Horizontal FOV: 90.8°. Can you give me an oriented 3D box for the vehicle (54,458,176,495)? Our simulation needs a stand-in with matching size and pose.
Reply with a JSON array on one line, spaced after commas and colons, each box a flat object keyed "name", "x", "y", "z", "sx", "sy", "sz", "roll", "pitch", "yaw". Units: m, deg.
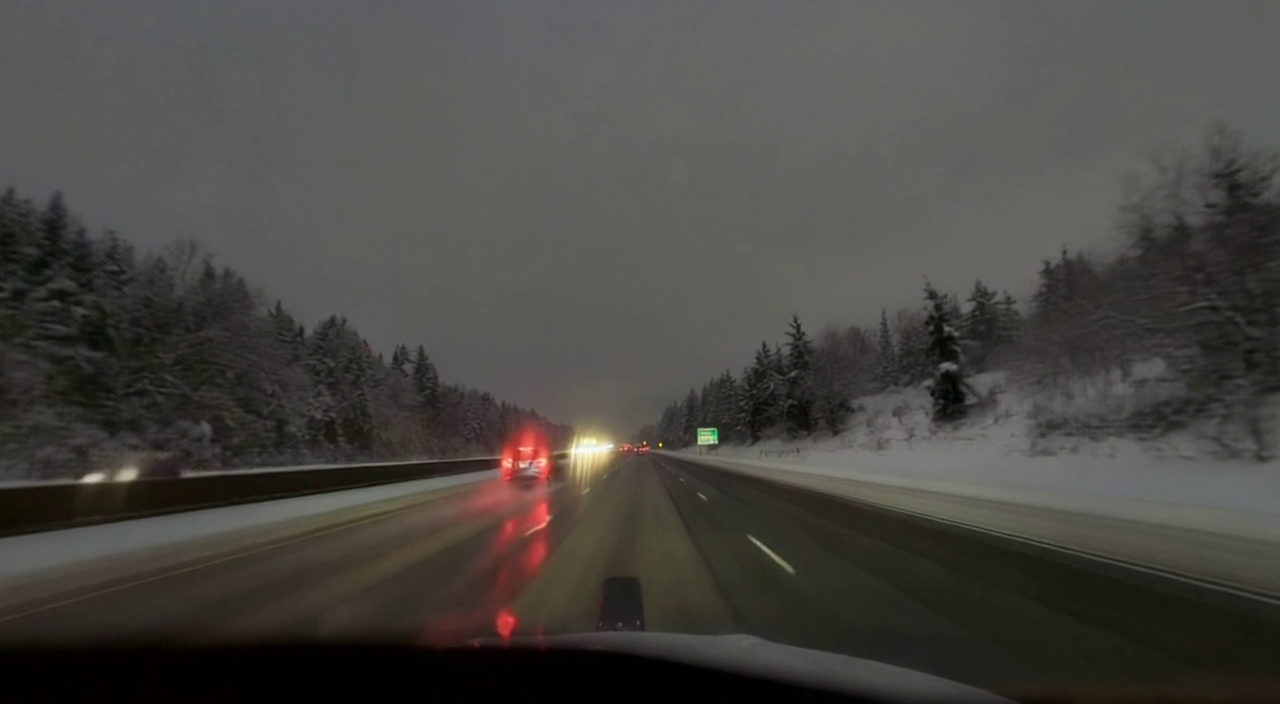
[{"name": "vehicle", "x": -23.474, "y": 5.565, "z": 28.456, "sx": 1.906, "sy": 1.473, "sz": 4.145, "roll": 0, "pitch": -9, "yaw": 0}]

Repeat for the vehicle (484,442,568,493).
[{"name": "vehicle", "x": -3.703, "y": 3.837, "z": 21.313, "sx": 1.979, "sy": 1.521, "sz": 4.147, "roll": 0, "pitch": -9, "yaw": 1}]
